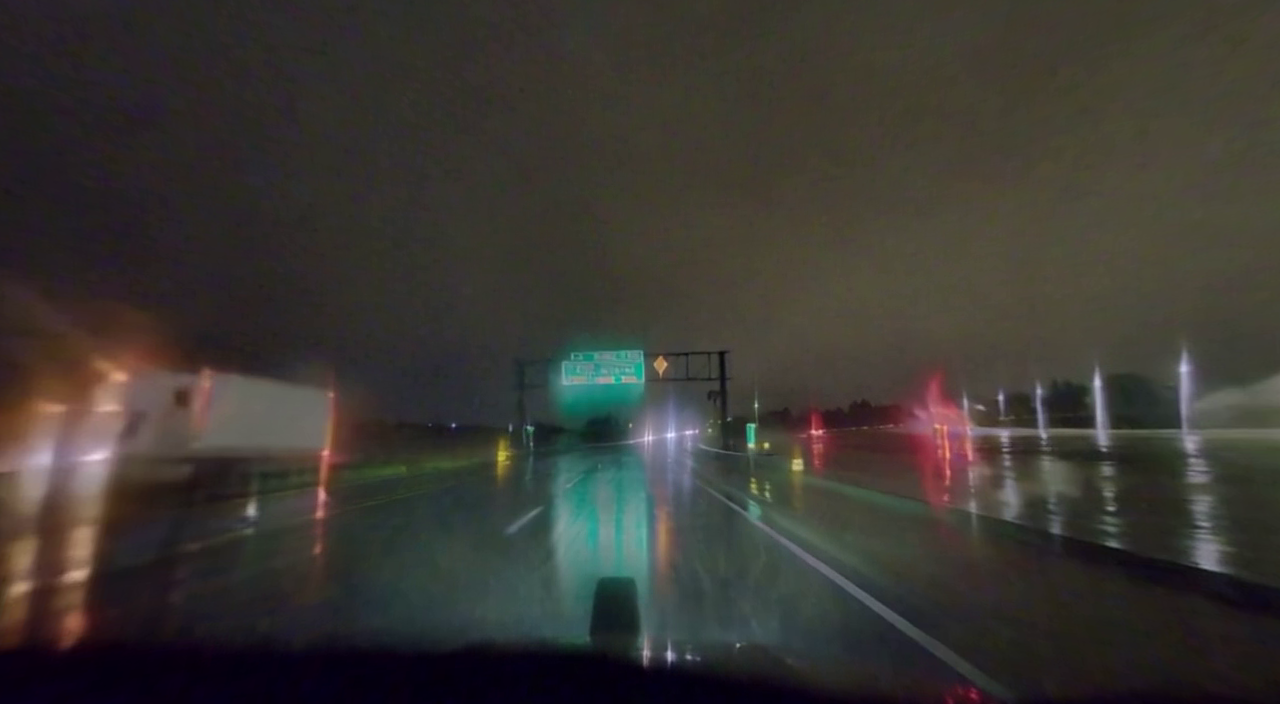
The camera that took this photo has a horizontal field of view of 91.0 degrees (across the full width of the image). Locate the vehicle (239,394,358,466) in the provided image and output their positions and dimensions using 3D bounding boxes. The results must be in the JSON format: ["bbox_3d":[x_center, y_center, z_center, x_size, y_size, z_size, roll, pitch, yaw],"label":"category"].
[{"bbox_3d":[-20.565,4.849,38.617,2.832,3.938,7.643,-1,-8,1],"label":"vehicle"}]

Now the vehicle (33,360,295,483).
[{"bbox_3d":[-20.580,3.338,28.826,3.021,4.464,11.262,-1,-8,1],"label":"vehicle"}]
